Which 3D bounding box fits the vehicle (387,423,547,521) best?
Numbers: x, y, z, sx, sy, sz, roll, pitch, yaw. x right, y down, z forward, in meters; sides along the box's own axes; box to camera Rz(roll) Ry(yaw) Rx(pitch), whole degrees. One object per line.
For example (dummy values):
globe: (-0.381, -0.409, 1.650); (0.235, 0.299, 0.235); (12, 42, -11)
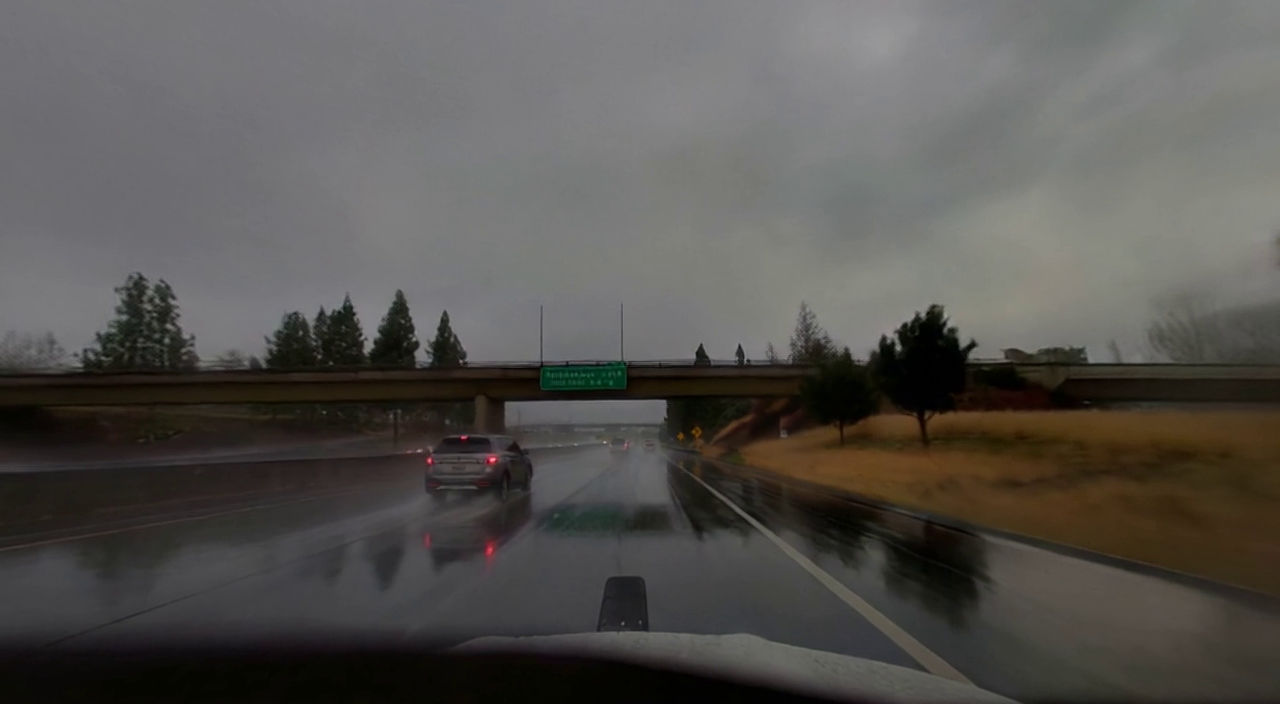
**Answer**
vehicle: (-3.367, 2.435, 13.278); (2.048, 1.705, 4.384); (0, -8, 1)
